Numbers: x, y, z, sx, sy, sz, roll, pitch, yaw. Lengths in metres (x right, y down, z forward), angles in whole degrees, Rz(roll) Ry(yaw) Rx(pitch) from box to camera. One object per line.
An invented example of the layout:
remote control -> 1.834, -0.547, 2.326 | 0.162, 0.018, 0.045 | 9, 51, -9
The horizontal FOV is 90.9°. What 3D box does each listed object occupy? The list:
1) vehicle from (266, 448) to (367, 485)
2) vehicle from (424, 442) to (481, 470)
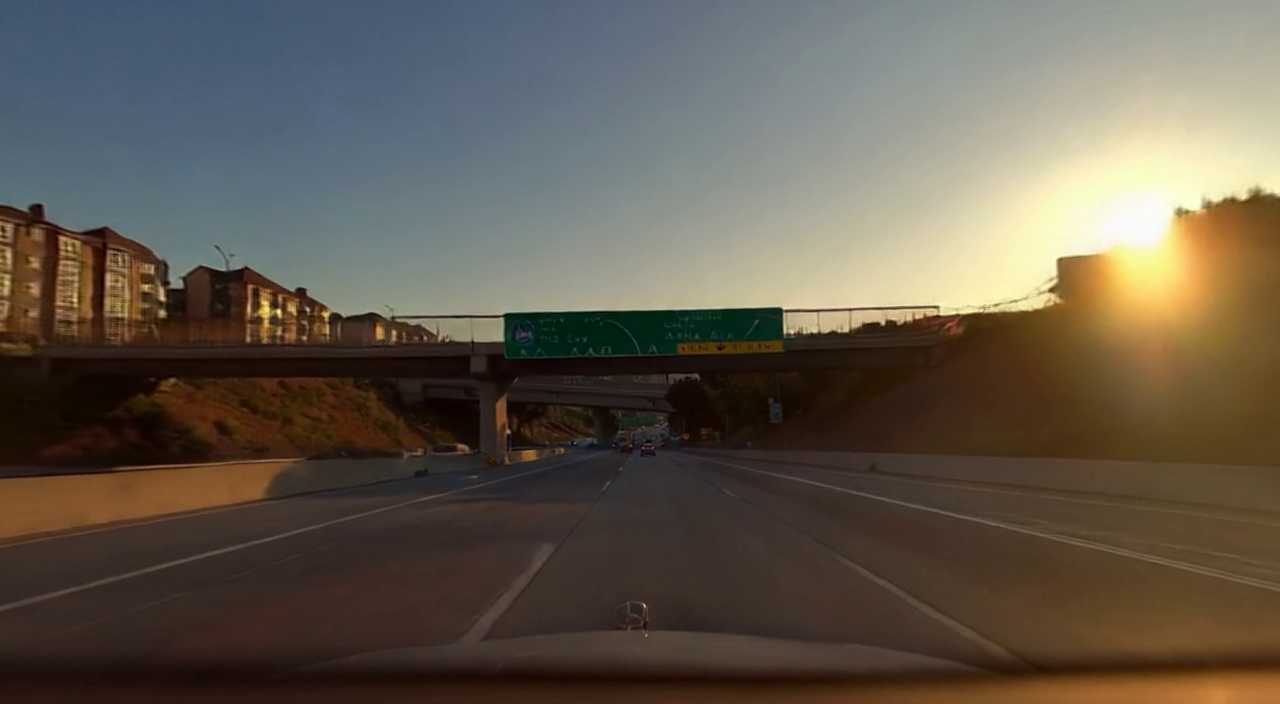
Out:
vehicle -> -14.407, 5.092, 28.388 | 2.140, 1.457, 4.305 | 0, -8, 2
vehicle -> -10.713, 5.966, 36.405 | 1.926, 1.534, 4.371 | 0, -8, 0
